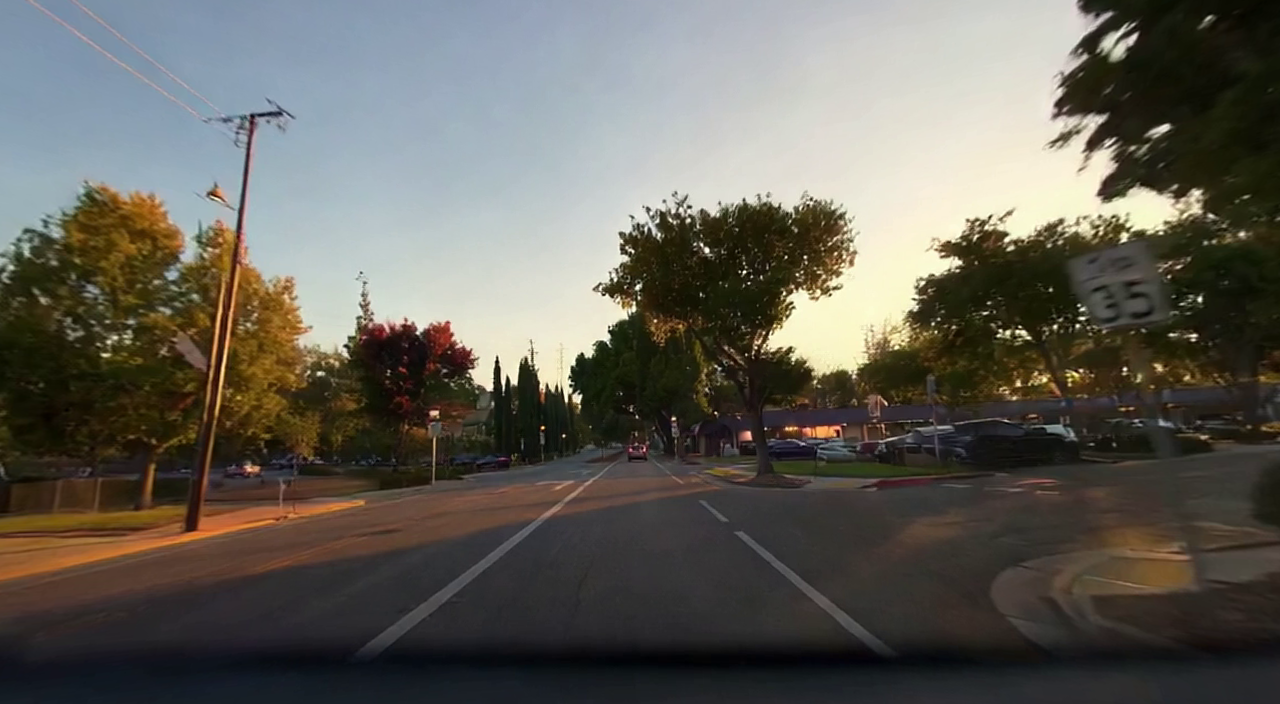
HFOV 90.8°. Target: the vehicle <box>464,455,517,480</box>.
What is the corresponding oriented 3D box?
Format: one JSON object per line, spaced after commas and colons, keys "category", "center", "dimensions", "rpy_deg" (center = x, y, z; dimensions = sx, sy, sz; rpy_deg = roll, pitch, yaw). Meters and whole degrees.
{"category": "vehicle", "center": [-9.802, 7.462, 41.191], "dimensions": [2.061, 1.475, 4.357], "rpy_deg": [5, -10, -32]}
